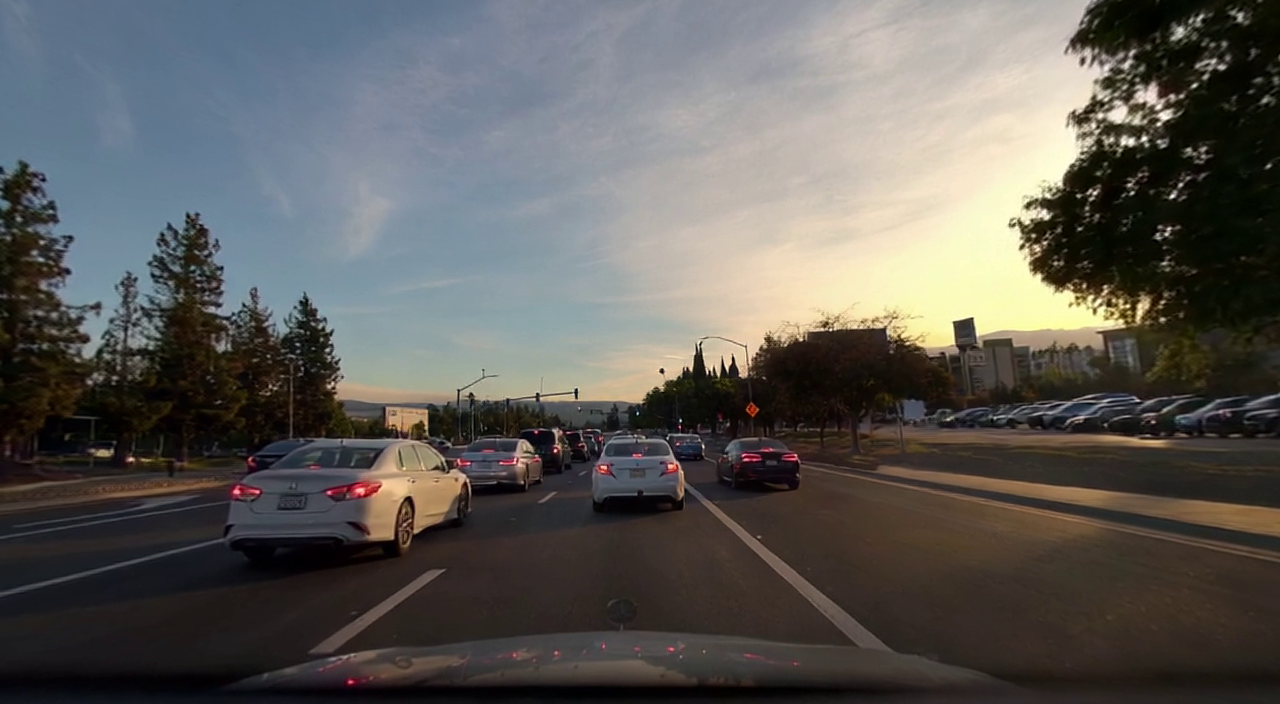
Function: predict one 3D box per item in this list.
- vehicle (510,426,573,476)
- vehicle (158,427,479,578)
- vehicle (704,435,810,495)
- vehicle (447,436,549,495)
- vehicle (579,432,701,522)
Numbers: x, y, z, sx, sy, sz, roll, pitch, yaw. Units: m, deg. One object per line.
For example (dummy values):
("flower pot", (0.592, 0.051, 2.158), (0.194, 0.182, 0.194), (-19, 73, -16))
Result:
("vehicle", (-3.979, 4.092, 26.332), (2.054, 1.881, 4.469), (0, -8, -2))
("vehicle", (-3.757, 1.816, 8.513), (2.052, 1.475, 4.341), (0, -8, 0))
("vehicle", (3.117, 3.120, 17.862), (1.978, 1.452, 4.381), (0, -8, -3))
("vehicle", (-3.883, 3.168, 18.066), (1.985, 1.467, 4.224), (0, -8, 0))
("vehicle", (-0.073, 2.366, 12.512), (2.007, 1.467, 4.059), (0, -8, -2))
